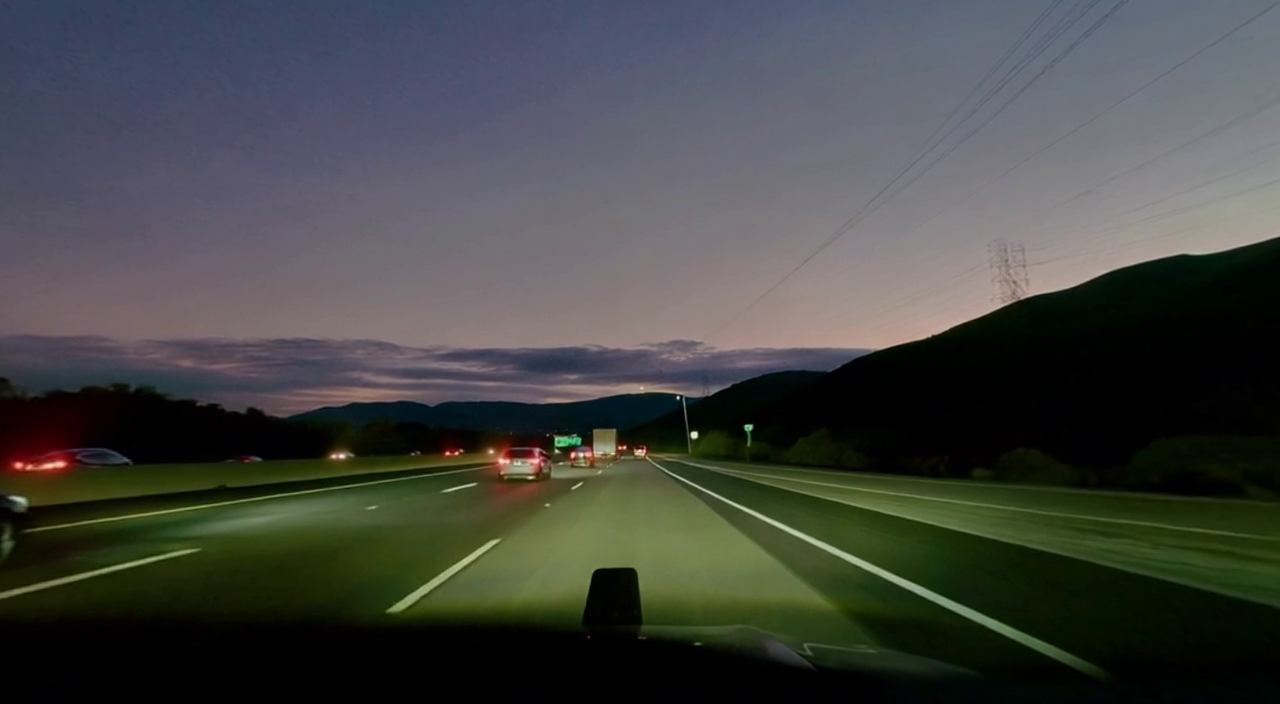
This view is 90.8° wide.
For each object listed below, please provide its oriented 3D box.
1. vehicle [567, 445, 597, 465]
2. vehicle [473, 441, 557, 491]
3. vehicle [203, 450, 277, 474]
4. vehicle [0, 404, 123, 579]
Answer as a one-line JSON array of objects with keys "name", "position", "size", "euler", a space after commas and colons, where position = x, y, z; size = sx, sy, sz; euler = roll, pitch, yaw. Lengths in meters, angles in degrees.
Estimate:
[{"name": "vehicle", "position": [-4.508, 8.083, 49.832], "size": [2.038, 1.533, 4.103], "euler": [0, -9, -1]}, {"name": "vehicle", "position": [-4.177, 3.860, 21.848], "size": [1.963, 1.533, 4.477], "euler": [0, -9, 0]}, {"name": "vehicle", "position": [-26.055, 7.128, 41.333], "size": [1.841, 1.449, 4.570], "euler": [0, -9, 0]}, {"name": "vehicle", "position": [-7.613, 1.278, 5.483], "size": [2.101, 1.773, 4.880], "euler": [0, -9, 0]}]
